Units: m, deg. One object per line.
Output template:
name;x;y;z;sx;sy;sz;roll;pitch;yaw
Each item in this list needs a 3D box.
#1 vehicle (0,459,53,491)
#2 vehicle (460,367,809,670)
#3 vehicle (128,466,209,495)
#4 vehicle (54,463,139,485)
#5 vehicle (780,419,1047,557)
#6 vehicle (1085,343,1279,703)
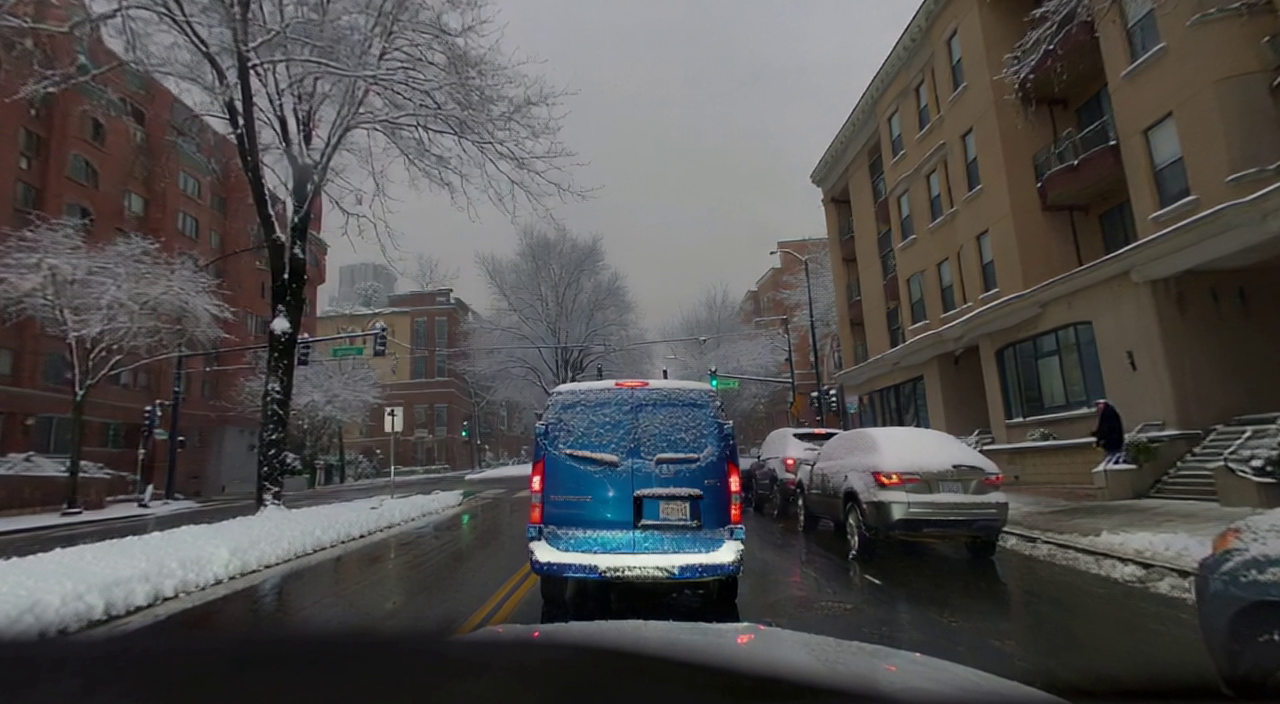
vehicle;-35.502;6.839;35.144;3.843;1.680;1.782;-1;-9;4
vehicle;-0.031;1.323;6.040;2.101;1.828;4.270;0;-9;0
vehicle;-33.244;9.071;44.527;4.292;1.492;1.772;-6;-14;-1
vehicle;-38.446;8.631;44.641;4.396;1.458;1.809;-1;-9;2
vehicle;3.922;2.039;10.228;2.061;1.676;4.734;0;-9;-2
vehicle;3.811;0.694;1.736;2.157;1.748;4.130;0;-9;1
